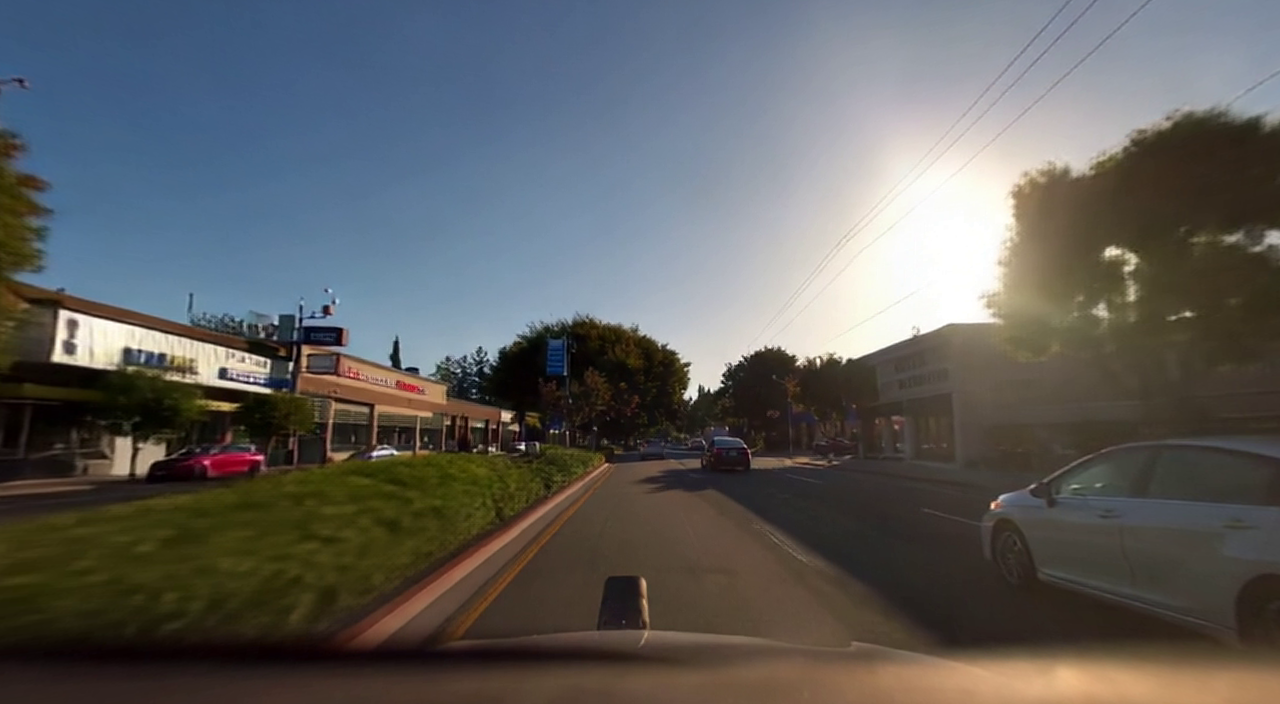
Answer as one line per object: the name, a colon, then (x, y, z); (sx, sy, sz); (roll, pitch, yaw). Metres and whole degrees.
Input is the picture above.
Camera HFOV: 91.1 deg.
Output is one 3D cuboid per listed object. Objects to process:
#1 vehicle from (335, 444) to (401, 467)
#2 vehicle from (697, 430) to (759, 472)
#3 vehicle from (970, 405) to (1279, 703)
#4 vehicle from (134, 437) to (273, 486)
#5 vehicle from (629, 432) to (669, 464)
vehicle: (-18.947, 7.230, 43.975); (2.280, 1.489, 5.106); (0, -8, 1)
vehicle: (3.776, 4.332, 27.736); (2.115, 1.692, 4.189); (0, -8, -1)
vehicle: (3.902, 1.037, 3.281); (1.908, 1.463, 4.506); (0, -8, 0)
vehicle: (-18.871, 4.710, 27.541); (2.488, 1.752, 4.991); (-2, -6, 1)
vehicle: (0.456, 5.385, 35.208); (2.098, 1.682, 3.778); (0, -8, 0)
